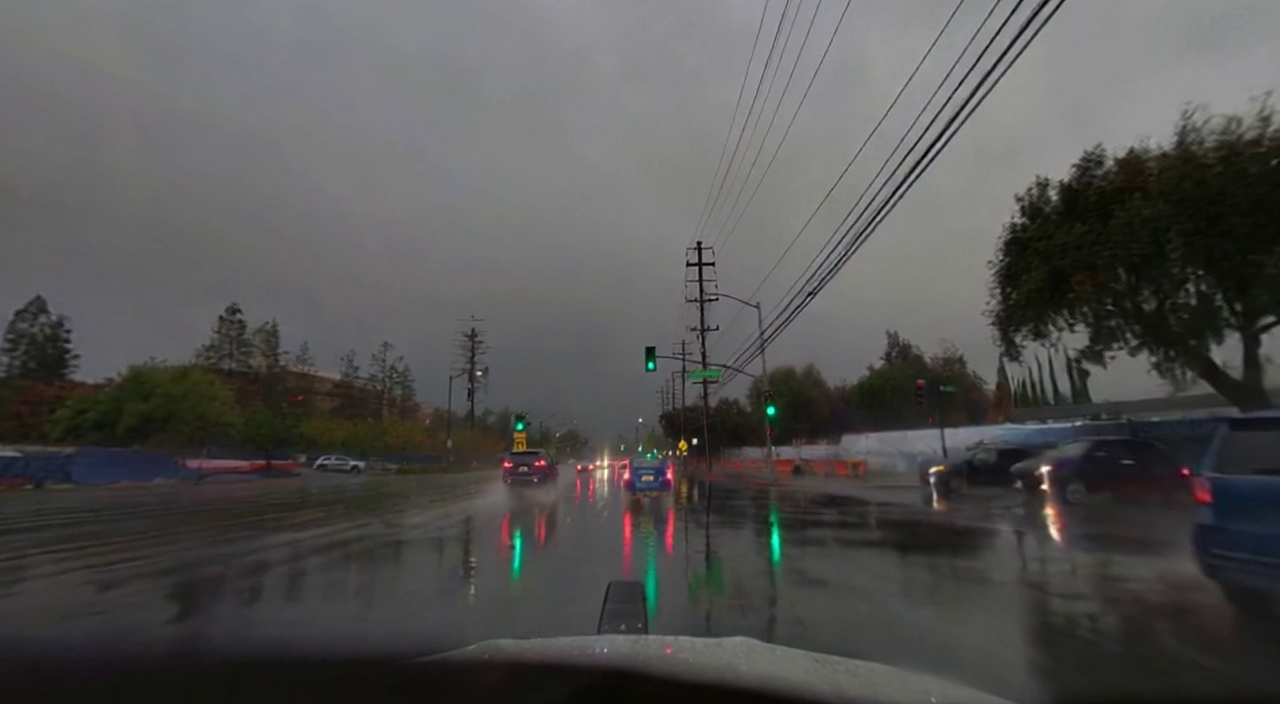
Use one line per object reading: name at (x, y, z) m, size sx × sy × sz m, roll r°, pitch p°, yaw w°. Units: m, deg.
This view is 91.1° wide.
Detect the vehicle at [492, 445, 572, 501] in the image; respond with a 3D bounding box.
vehicle at (-3.772, 4.311, 22.804) m, size 2.078 × 1.804 × 4.387 m, roll -1°, pitch -9°, yaw 1°

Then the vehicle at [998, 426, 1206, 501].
vehicle at (13.859, 3.357, 19.076) m, size 4.623 × 2.090 × 2.017 m, roll 0°, pitch -9°, yaw -1°

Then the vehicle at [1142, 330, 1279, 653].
vehicle at (6.785, 1.159, 5.966) m, size 2.458 × 2.149 × 5.577 m, roll -6°, pitch -10°, yaw 33°

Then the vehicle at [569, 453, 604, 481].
vehicle at (-3.558, 7.783, 42.640) m, size 1.910 × 1.713 × 4.786 m, roll -1°, pitch -9°, yaw 1°

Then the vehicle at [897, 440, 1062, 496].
vehicle at (12.135, 4.162, 22.776) m, size 4.551 × 1.759 × 2.320 m, roll -3°, pitch -9°, yaw 5°

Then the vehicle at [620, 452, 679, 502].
vehicle at (0.320, 4.714, 24.128) m, size 2.059 × 1.691 × 3.980 m, roll 0°, pitch -9°, yaw 0°
